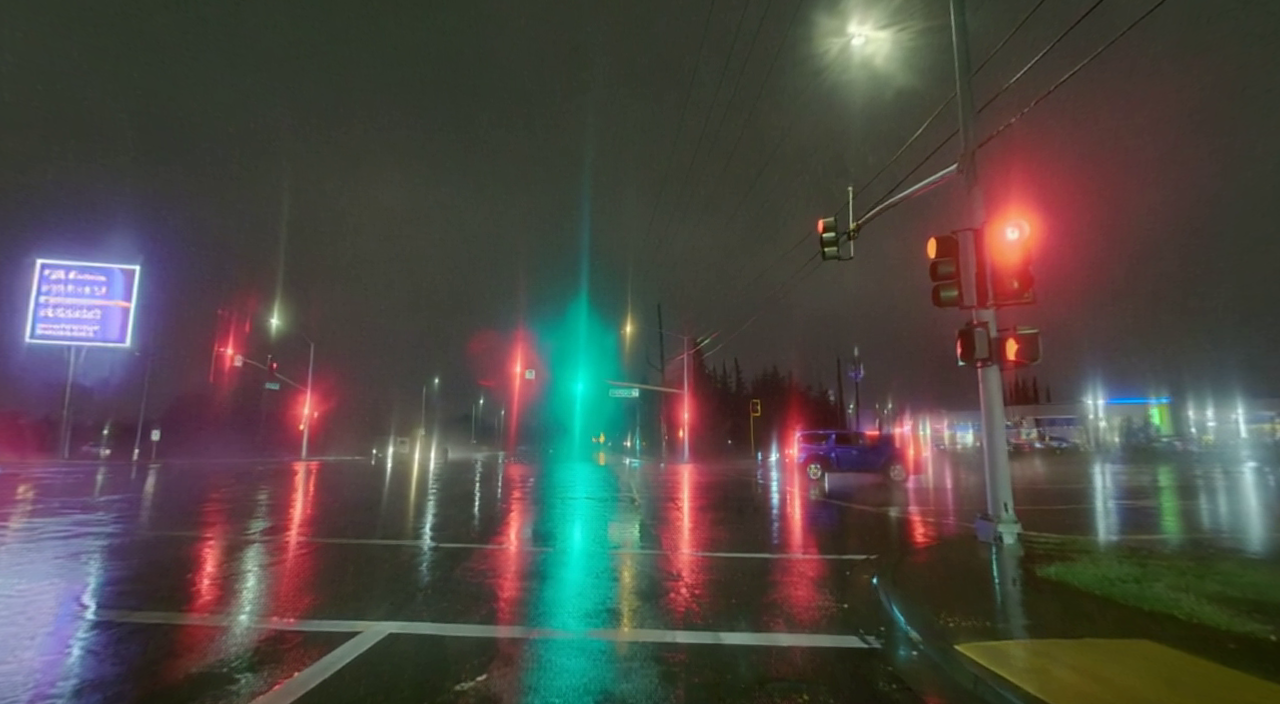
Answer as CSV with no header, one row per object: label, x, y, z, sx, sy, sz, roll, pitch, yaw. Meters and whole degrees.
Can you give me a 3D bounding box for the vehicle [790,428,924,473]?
vehicle,8.700,4.018,25.724,4.884,1.714,2.021,-2,-9,12
